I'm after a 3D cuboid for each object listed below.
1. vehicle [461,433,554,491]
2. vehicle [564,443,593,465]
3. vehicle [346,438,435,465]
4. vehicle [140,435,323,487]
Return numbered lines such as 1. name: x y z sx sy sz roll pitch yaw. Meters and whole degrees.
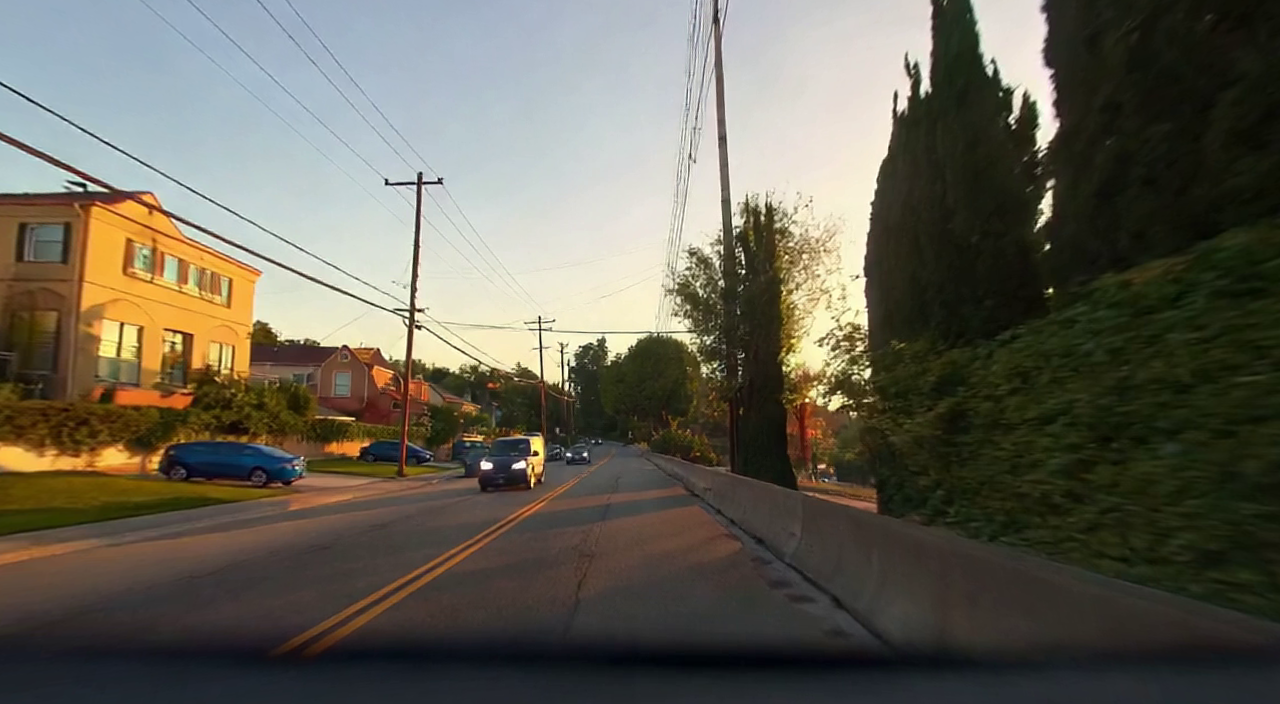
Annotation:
1. vehicle: -4.296 3.645 21.288 2.153 1.715 4.333 0 -9 0
2. vehicle: -4.459 7.434 46.134 1.796 1.516 3.871 0 -9 0
3. vehicle: -15.495 6.228 39.472 4.682 1.549 2.032 3 -9 -8
4. vehicle: -12.804 3.453 20.240 4.567 1.518 1.999 4 -9 -23
